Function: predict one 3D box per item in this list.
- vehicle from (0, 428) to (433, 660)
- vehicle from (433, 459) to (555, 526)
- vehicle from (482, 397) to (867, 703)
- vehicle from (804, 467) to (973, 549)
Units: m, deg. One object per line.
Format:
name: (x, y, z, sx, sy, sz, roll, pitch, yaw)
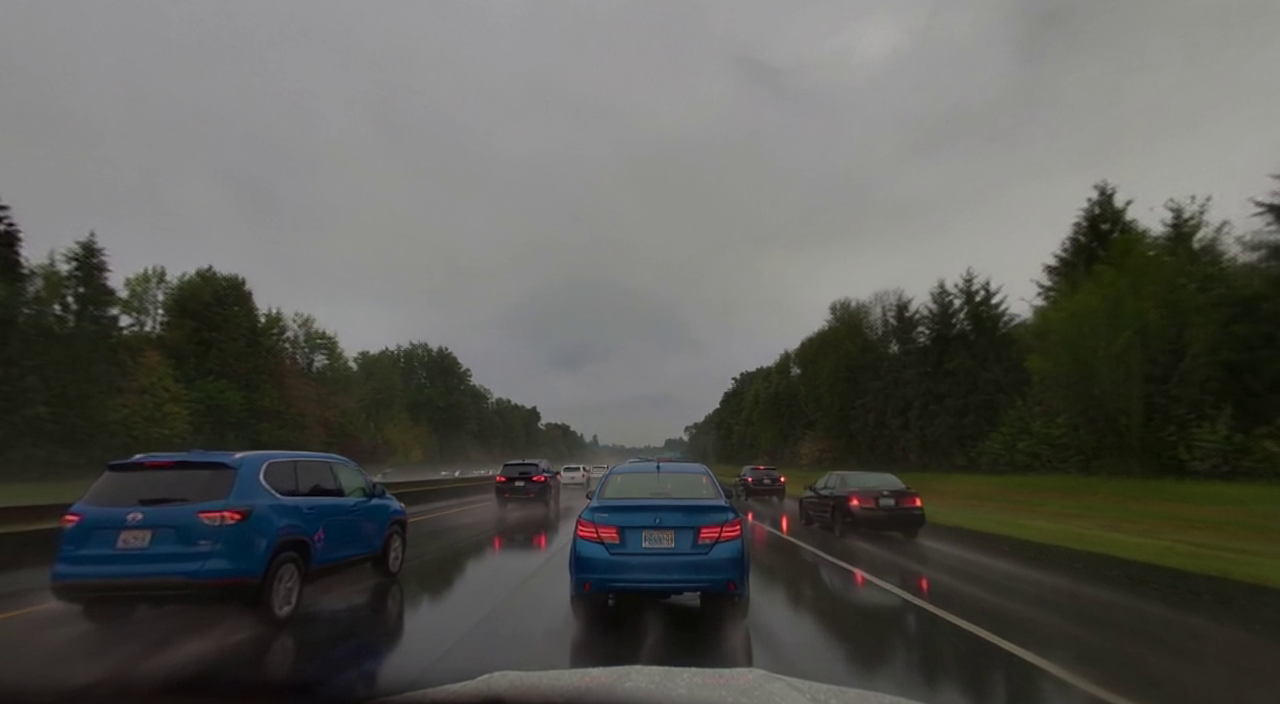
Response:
vehicle: (-3.910, 1.714, 6.536, 1.994, 1.556, 4.263, 0, -11, 1)
vehicle: (-3.680, 3.666, 16.862, 1.960, 1.502, 4.593, 0, -11, 3)
vehicle: (0.150, 1.498, 5.533, 2.057, 1.725, 4.126, 1, -11, -1)
vehicle: (4.915, 3.138, 13.198, 1.870, 1.382, 4.287, 0, -11, 1)
